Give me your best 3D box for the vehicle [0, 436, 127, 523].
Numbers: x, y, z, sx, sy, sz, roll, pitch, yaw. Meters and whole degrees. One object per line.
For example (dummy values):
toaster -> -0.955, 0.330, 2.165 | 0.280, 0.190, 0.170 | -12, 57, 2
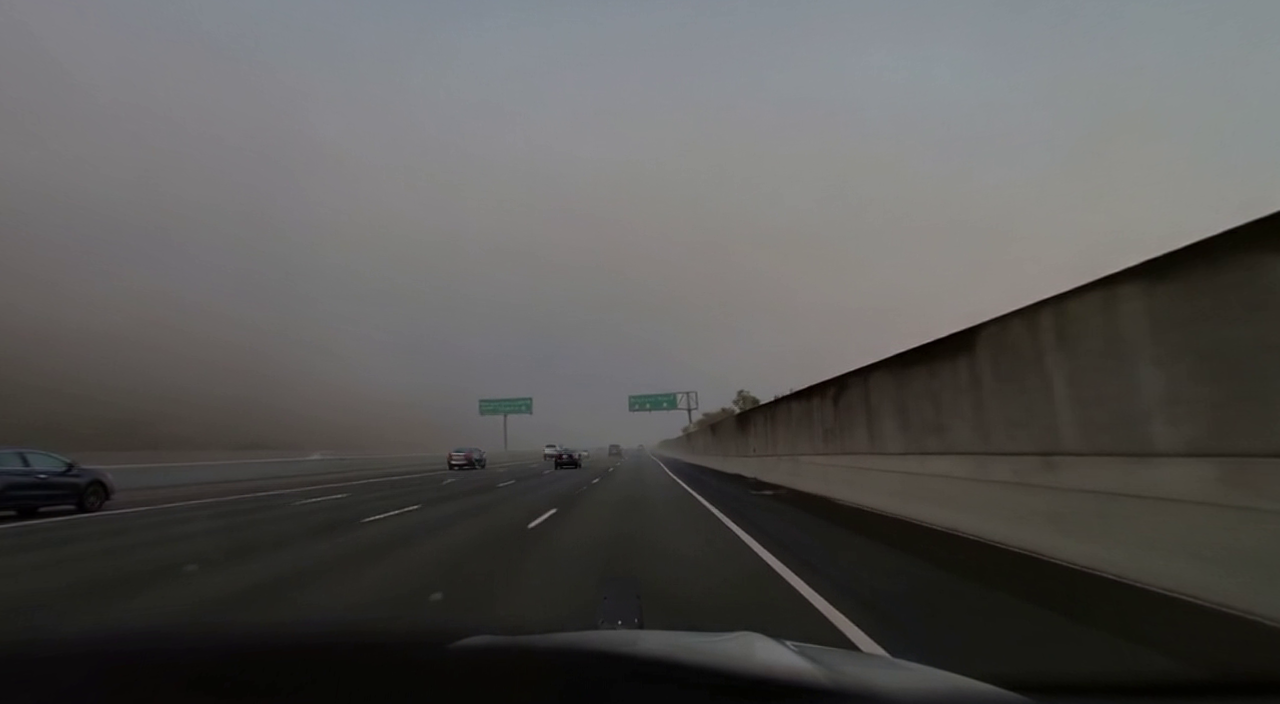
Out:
vehicle -> -13.090, 2.480, 12.432 | 2.035, 1.630, 4.527 | 0, -8, 2

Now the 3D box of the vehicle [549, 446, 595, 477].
vehicle -> -3.514, 5.738, 33.365 | 1.931, 1.492, 4.076 | 0, -8, 1

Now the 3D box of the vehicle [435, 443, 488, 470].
vehicle -> -12.053, 7.067, 42.935 | 2.076, 1.766, 4.831 | 0, -8, 1
